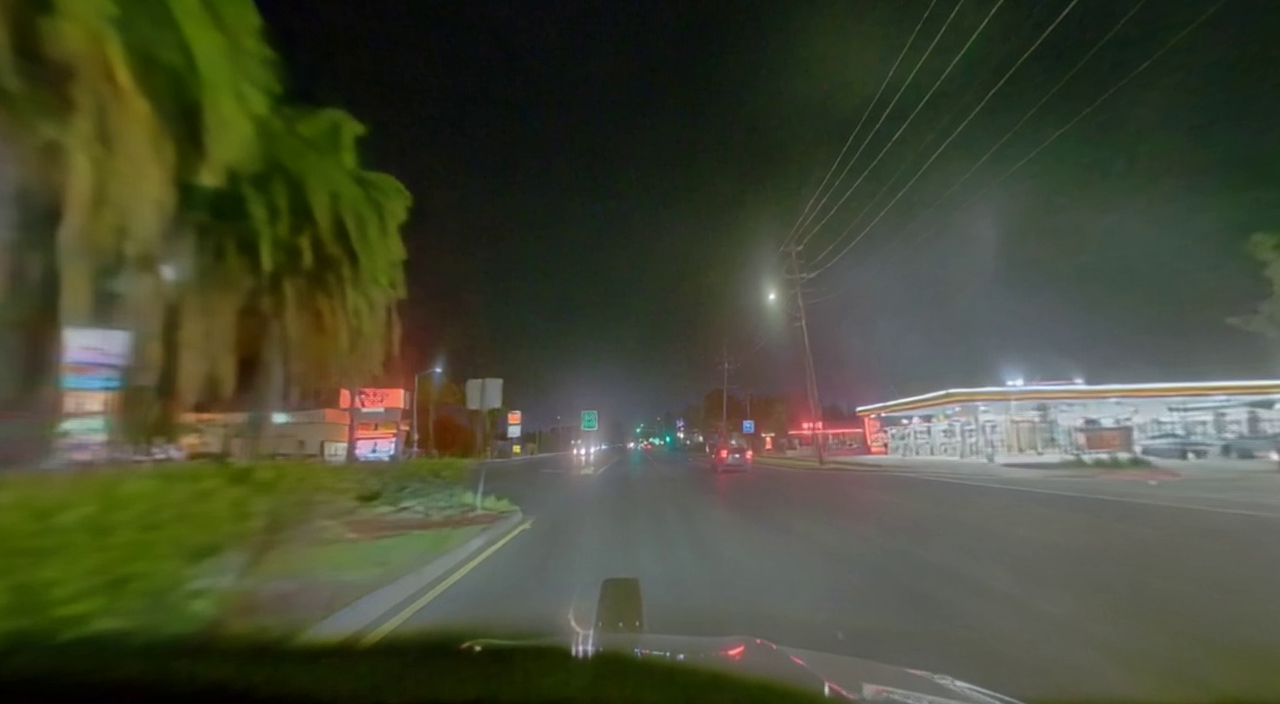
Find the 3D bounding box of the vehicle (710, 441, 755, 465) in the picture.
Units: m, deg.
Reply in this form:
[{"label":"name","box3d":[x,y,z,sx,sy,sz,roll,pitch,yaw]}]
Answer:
[{"label":"vehicle","box3d":[6.066,6.706,41.971,2.261,1.479,4.403,0,-8,-2]}]

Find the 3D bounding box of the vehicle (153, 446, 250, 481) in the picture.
[{"label":"vehicle","box3d":[-25.936,6.580,37.623,2.056,1.890,5.063,0,-8,1]}]

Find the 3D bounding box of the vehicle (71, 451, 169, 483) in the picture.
[{"label":"vehicle","box3d":[-30.966,6.810,37.806,1.993,1.737,4.539,0,-8,-1]}]
